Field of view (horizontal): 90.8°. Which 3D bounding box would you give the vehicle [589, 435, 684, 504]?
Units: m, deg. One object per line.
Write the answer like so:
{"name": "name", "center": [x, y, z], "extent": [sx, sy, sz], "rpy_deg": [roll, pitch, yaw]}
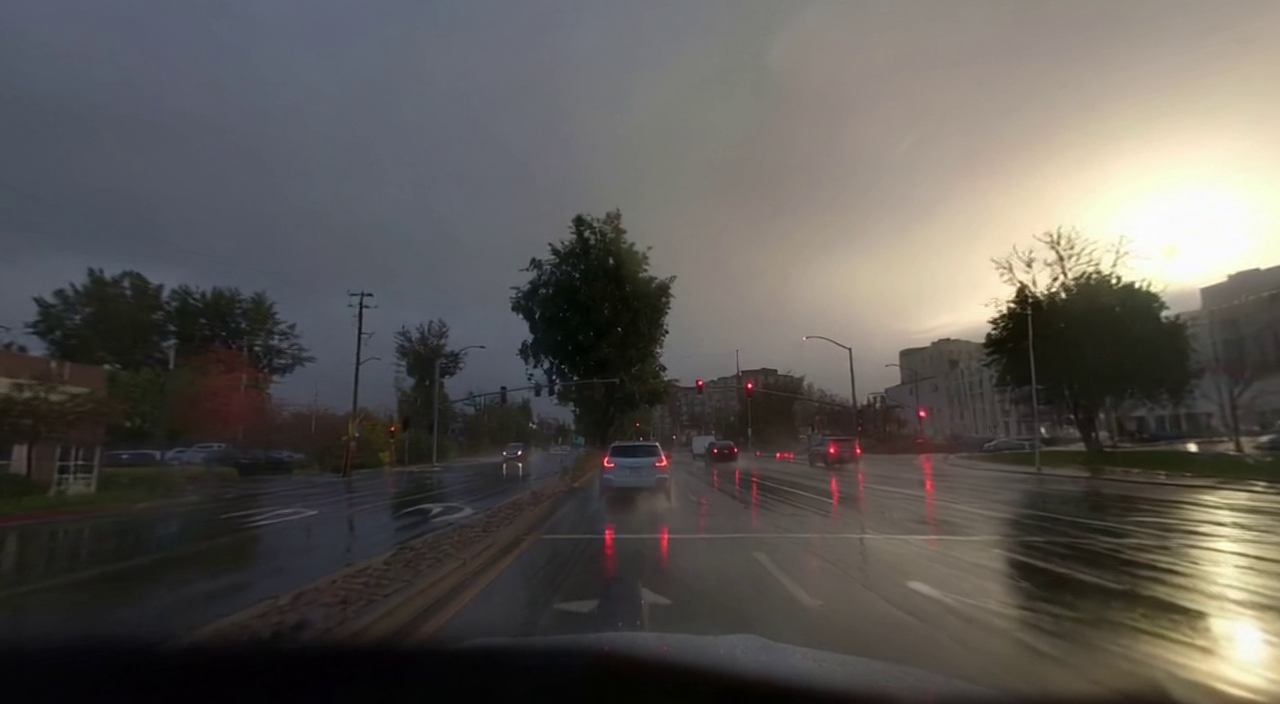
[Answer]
{"name": "vehicle", "center": [-0.116, 2.854, 15.782], "extent": [2.064, 1.477, 3.968], "rpy_deg": [0, -9, -1]}

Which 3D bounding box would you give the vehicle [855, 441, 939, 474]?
{"name": "vehicle", "center": [12.417, 5.127, 30.871], "extent": [2.059, 1.482, 4.568], "rpy_deg": [0, -9, -2]}

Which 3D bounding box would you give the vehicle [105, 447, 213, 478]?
{"name": "vehicle", "center": [-29.544, 6.758, 39.011], "extent": [4.758, 1.809, 2.114], "rpy_deg": [4, -9, -22]}

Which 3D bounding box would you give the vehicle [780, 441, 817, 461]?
{"name": "vehicle", "center": [12.507, 7.816, 49.935], "extent": [1.837, 1.524, 3.800], "rpy_deg": [0, -9, -2]}

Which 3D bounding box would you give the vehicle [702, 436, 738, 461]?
{"name": "vehicle", "center": [5.883, 7.194, 47.016], "extent": [1.957, 1.755, 4.331], "rpy_deg": [0, -9, -1]}

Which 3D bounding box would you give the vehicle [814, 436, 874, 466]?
{"name": "vehicle", "center": [12.874, 6.311, 40.265], "extent": [1.981, 1.746, 5.375], "rpy_deg": [0, -9, -1]}
